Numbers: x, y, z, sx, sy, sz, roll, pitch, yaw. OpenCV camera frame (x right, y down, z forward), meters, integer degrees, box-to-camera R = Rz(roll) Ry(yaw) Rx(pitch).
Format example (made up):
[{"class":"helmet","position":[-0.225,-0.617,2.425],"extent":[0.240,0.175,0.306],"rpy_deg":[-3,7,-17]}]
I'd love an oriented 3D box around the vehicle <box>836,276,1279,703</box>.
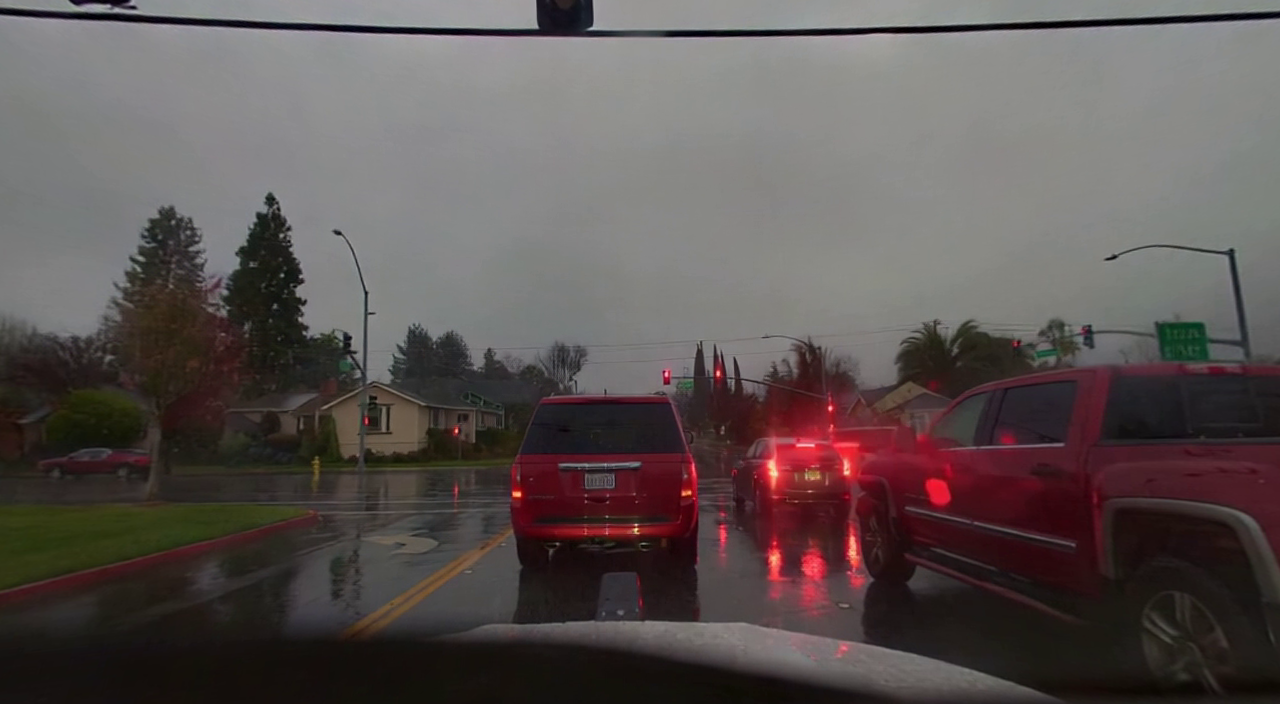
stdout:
[{"class":"vehicle","position":[2.977,0.948,3.809],"extent":[1.886,1.849,5.070],"rpy_deg":[0,-8,-1]}]

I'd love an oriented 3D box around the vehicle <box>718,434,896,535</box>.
[{"class":"vehicle","position":[2.725,2.266,11.527],"extent":[1.952,1.465,4.421],"rpy_deg":[0,-8,-1]}]

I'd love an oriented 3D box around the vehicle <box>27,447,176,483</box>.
[{"class":"vehicle","position":[-22.915,4.789,27.063],"extent":[4.533,1.350,1.714],"rpy_deg":[0,-8,-9]}]

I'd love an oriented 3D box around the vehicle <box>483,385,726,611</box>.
[{"class":"vehicle","position":[-0.251,1.405,6.785],"extent":[1.915,1.780,3.379],"rpy_deg":[0,-8,1]}]
